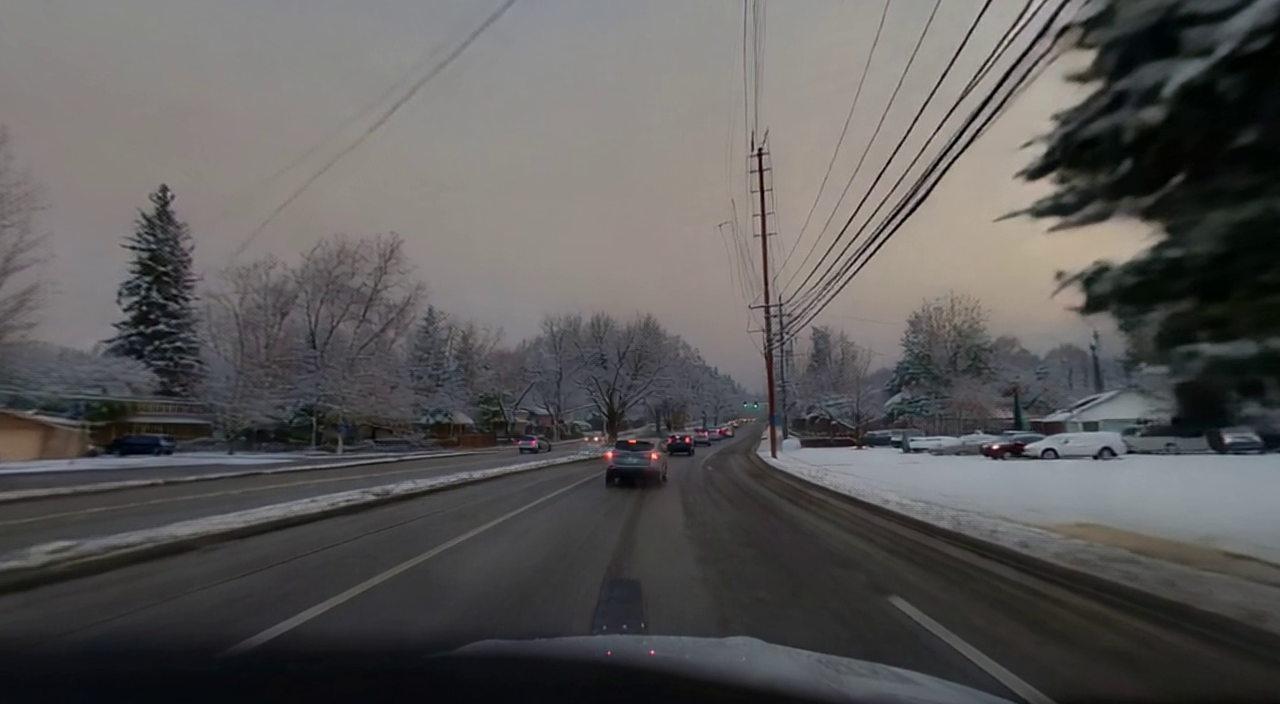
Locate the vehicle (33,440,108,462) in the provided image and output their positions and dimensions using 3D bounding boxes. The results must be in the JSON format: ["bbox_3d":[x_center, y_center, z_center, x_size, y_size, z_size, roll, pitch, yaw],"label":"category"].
[{"bbox_3d":[-42.620,7.372,47.278,1.767,1.469,3.933,-3,-7,4],"label":"vehicle"}]

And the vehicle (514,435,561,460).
[{"bbox_3d":[-6.456,6.084,40.284,1.983,1.485,4.159,-1,-8,5],"label":"vehicle"}]

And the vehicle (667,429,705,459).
[{"bbox_3d":[3.203,6.289,43.030,2.158,1.939,4.935,-1,-9,9],"label":"vehicle"}]

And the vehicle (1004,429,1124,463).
[{"bbox_3d":[21.721,4.825,32.456,4.674,1.500,1.889,1,-9,8],"label":"vehicle"}]

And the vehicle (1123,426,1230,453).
[{"bbox_3d":[33.975,5.545,40.029,4.689,1.603,1.929,-3,-7,11],"label":"vehicle"}]

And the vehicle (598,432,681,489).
[{"bbox_3d":[0.106,3.172,18.771,2.117,1.474,4.036,-1,-8,5],"label":"vehicle"}]

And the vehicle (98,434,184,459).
[{"bbox_3d":[-36.418,6.910,46.184,1.866,1.739,4.941,-1,-8,5],"label":"vehicle"}]
